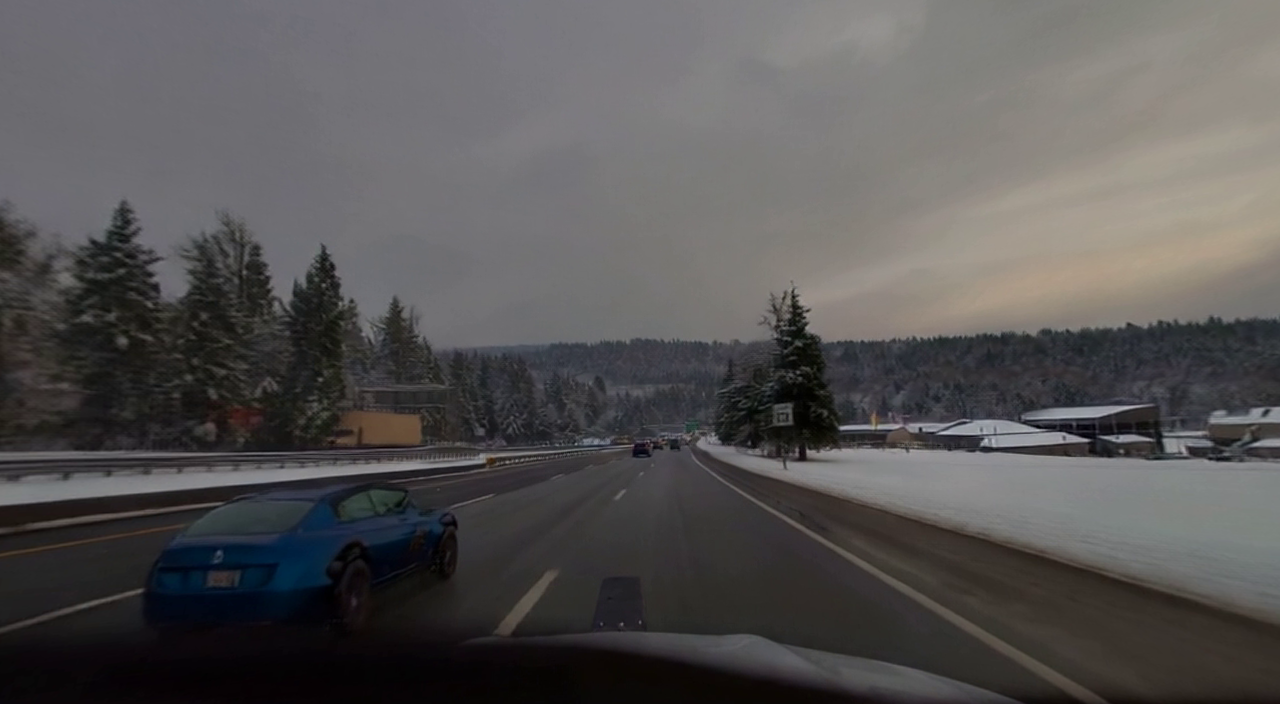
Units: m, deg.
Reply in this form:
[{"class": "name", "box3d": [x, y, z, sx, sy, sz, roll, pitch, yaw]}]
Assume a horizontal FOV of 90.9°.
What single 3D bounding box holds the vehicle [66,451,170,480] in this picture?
[{"class": "vehicle", "box3d": [-30.209, 6.556, 36.701, 1.843, 1.447, 4.563, -2, -8, 7]}]
